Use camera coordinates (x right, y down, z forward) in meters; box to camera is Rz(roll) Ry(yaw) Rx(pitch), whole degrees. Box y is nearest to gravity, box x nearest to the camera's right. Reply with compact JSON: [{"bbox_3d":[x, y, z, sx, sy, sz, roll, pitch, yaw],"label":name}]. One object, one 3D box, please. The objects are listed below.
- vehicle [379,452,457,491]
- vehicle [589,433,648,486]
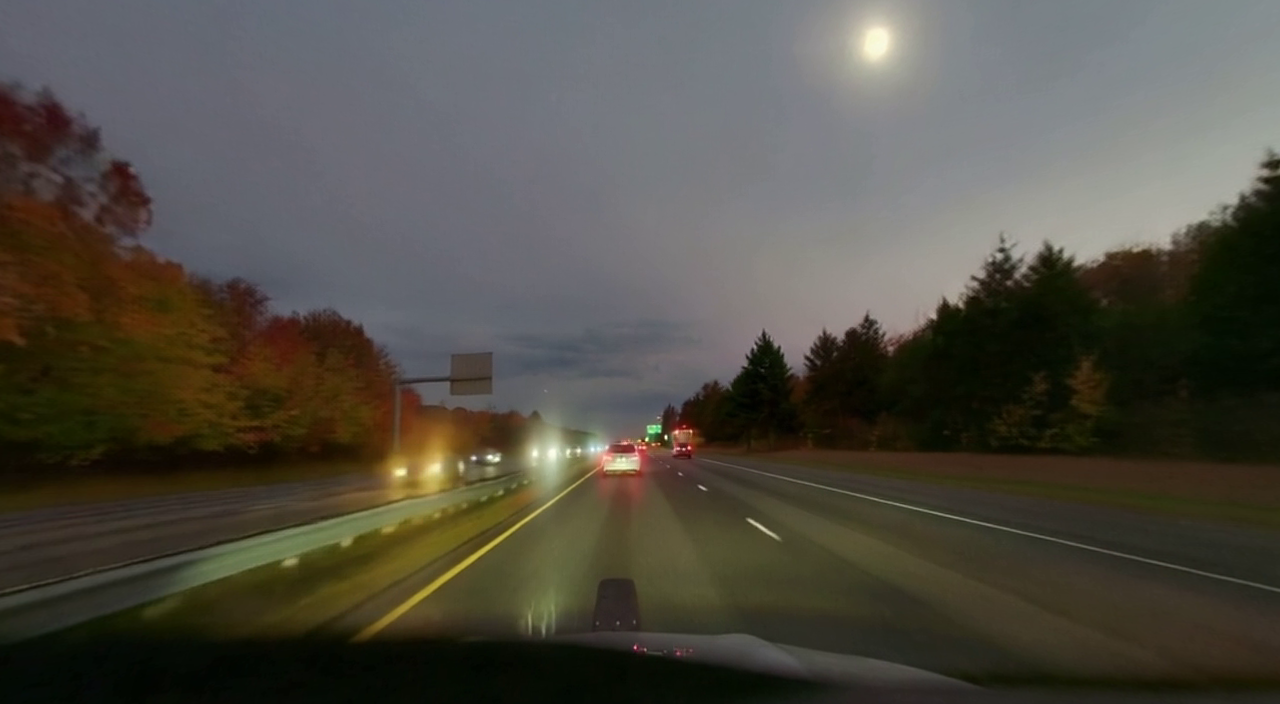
[{"bbox_3d":[-9.772,5.256,27.981,1.917,1.533,4.191,-1,-9,0],"label":"vehicle"},{"bbox_3d":[-0.706,3.837,22.602,1.937,1.699,3.936,0,-9,0],"label":"vehicle"}]
